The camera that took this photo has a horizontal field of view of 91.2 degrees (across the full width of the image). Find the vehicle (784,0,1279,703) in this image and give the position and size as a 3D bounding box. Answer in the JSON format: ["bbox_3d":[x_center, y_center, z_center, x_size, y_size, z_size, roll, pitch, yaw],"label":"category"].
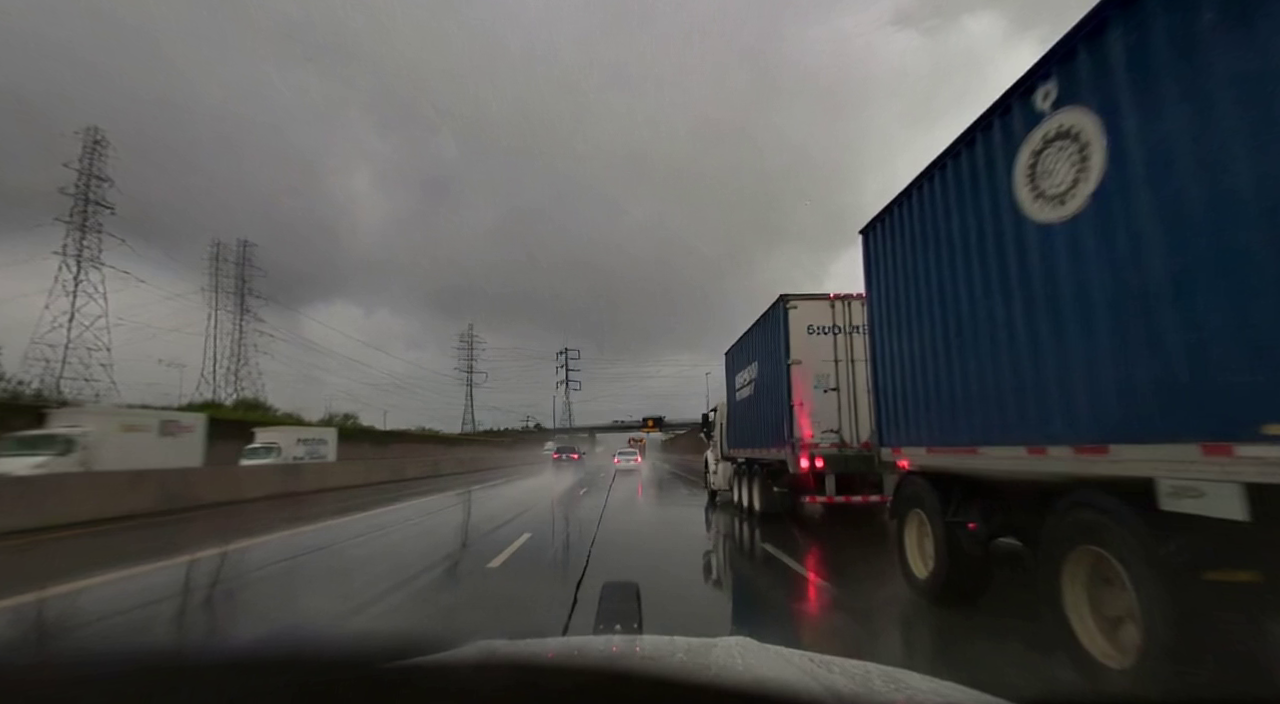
[{"bbox_3d":[3.930,0.222,6.081,2.859,3.917,8.481,0,-9,-1],"label":"vehicle"}]

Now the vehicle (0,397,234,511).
[{"bbox_3d":[-20.113,3.980,24.727,2.895,3.724,7.725,0,-9,0],"label":"vehicle"}]

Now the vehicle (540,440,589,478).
[{"bbox_3d":[-4.014,5.806,34.157,2.077,1.884,4.961,0,-9,-1],"label":"vehicle"}]

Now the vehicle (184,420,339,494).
[{"bbox_3d":[-20.388,5.766,34.743,2.756,3.490,9.284,0,-9,0],"label":"vehicle"}]

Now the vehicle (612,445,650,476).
[{"bbox_3d":[-0.512,6.098,35.320,2.004,1.615,4.113,0,-9,-1],"label":"vehicle"}]
